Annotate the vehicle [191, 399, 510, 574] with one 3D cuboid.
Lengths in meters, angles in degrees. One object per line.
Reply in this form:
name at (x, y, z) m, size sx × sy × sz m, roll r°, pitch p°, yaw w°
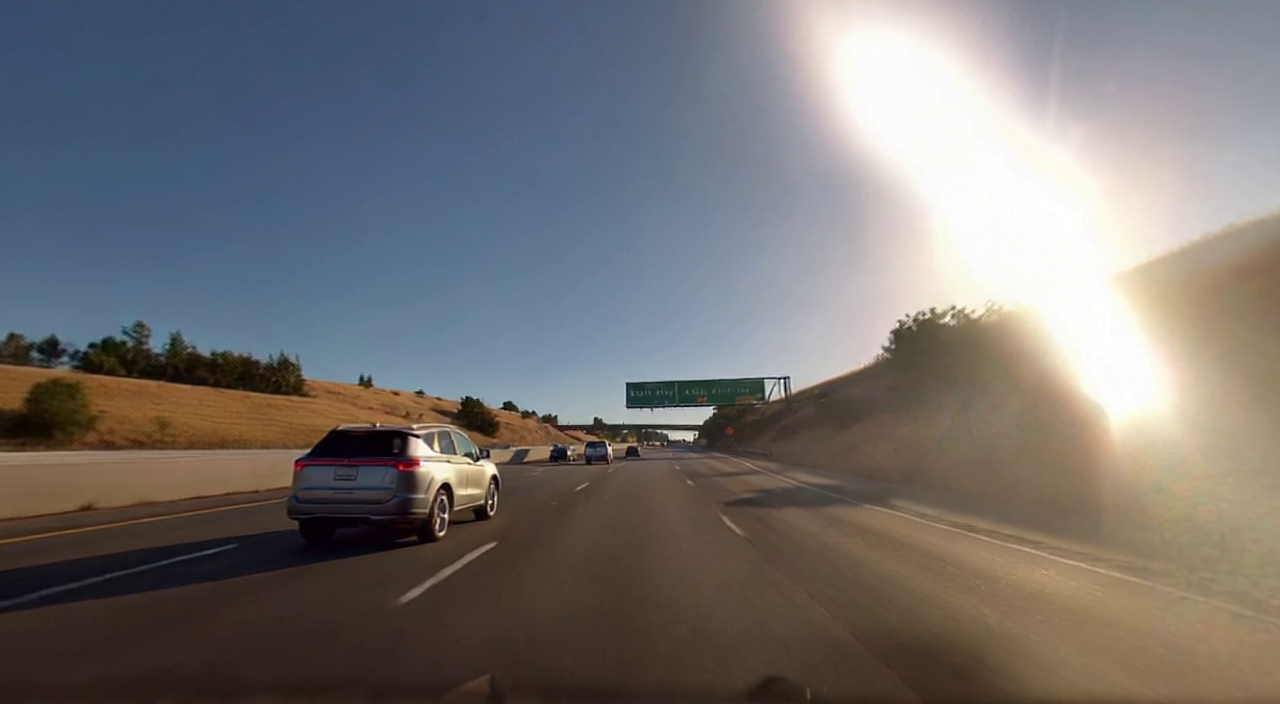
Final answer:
vehicle at (-3.590, 1.795, 9.181) m, size 2.218 × 1.848 × 4.789 m, roll 0°, pitch -9°, yaw 2°
